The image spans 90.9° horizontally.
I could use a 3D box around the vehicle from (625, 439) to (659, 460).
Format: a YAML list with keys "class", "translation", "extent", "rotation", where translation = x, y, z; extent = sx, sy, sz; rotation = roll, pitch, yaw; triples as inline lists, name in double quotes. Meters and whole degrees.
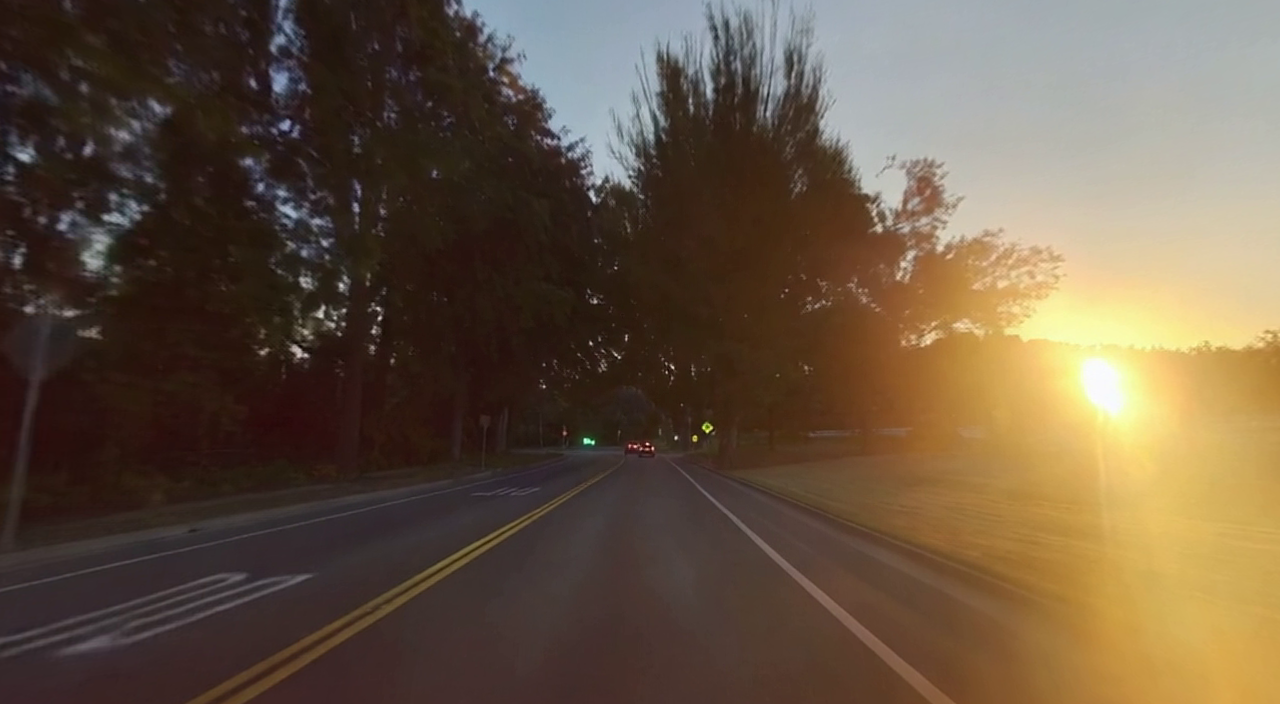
- class: "vehicle"
  translation: [0.073, 7.506, 48.626]
  extent: [1.861, 1.511, 4.237]
  rotation: [2, -9, -11]
